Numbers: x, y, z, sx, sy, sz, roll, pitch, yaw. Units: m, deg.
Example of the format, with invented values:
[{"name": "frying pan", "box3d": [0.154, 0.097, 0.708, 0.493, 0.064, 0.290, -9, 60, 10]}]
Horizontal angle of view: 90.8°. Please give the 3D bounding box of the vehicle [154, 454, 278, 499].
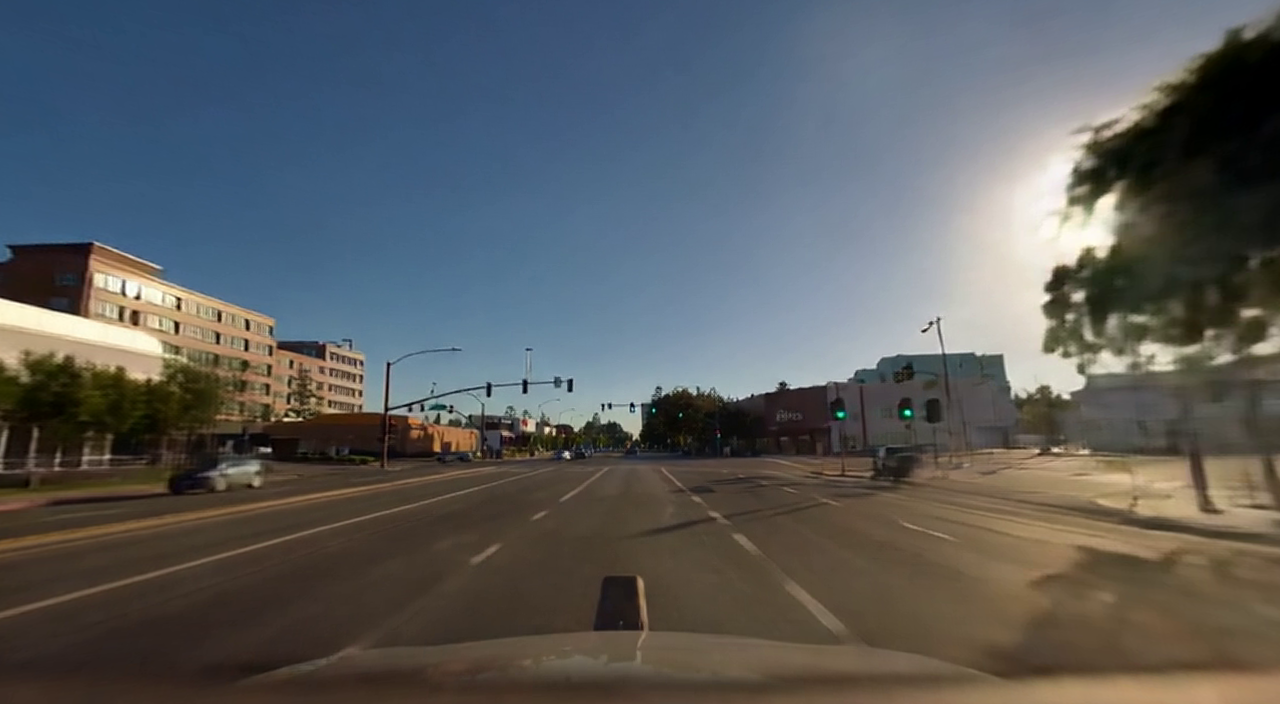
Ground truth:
[{"name": "vehicle", "box3d": [-15.755, 4.626, 23.837, 1.930, 1.473, 4.480, 1, -9, -6]}]
